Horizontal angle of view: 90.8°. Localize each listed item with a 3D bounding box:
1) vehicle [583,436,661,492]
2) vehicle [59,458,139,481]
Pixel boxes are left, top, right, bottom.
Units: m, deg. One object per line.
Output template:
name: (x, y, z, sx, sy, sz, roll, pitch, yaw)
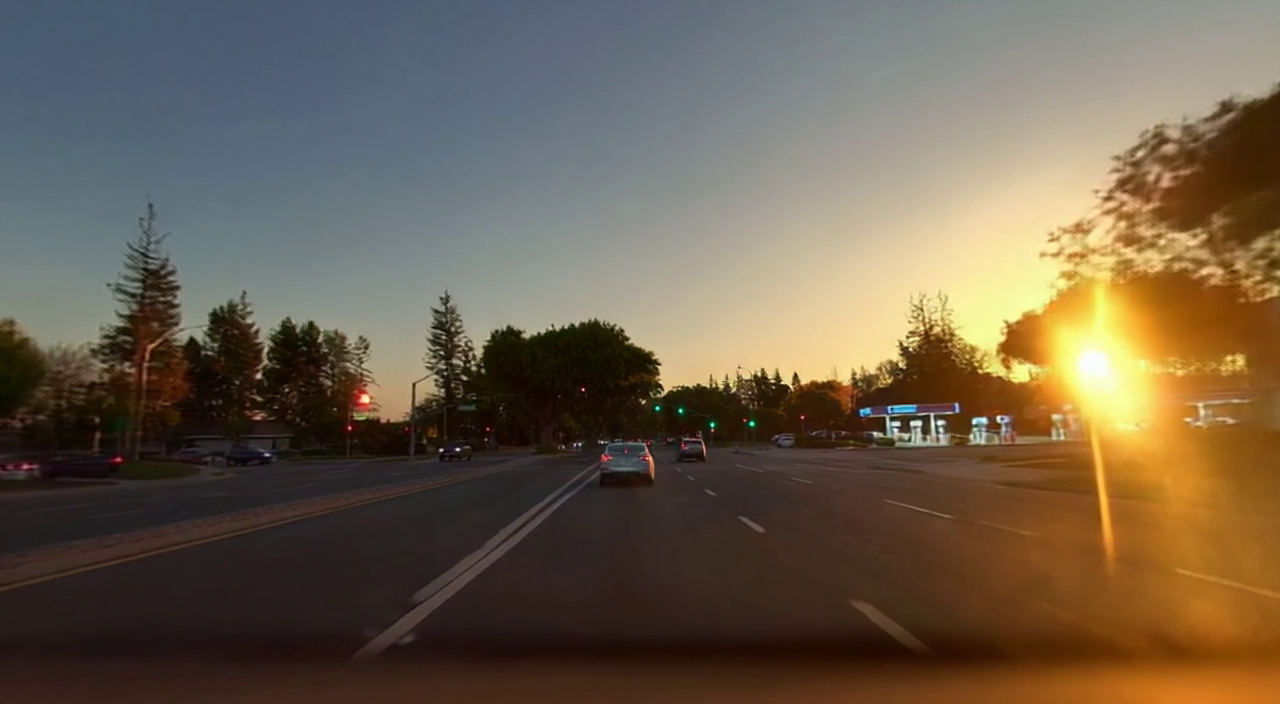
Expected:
vehicle: (-0.456, 3.197, 18.292, 2.040, 1.451, 3.736, 0, -9, 0)
vehicle: (-36.217, 7.850, 42.349, 3.670, 1.430, 1.897, -1, -9, 5)
